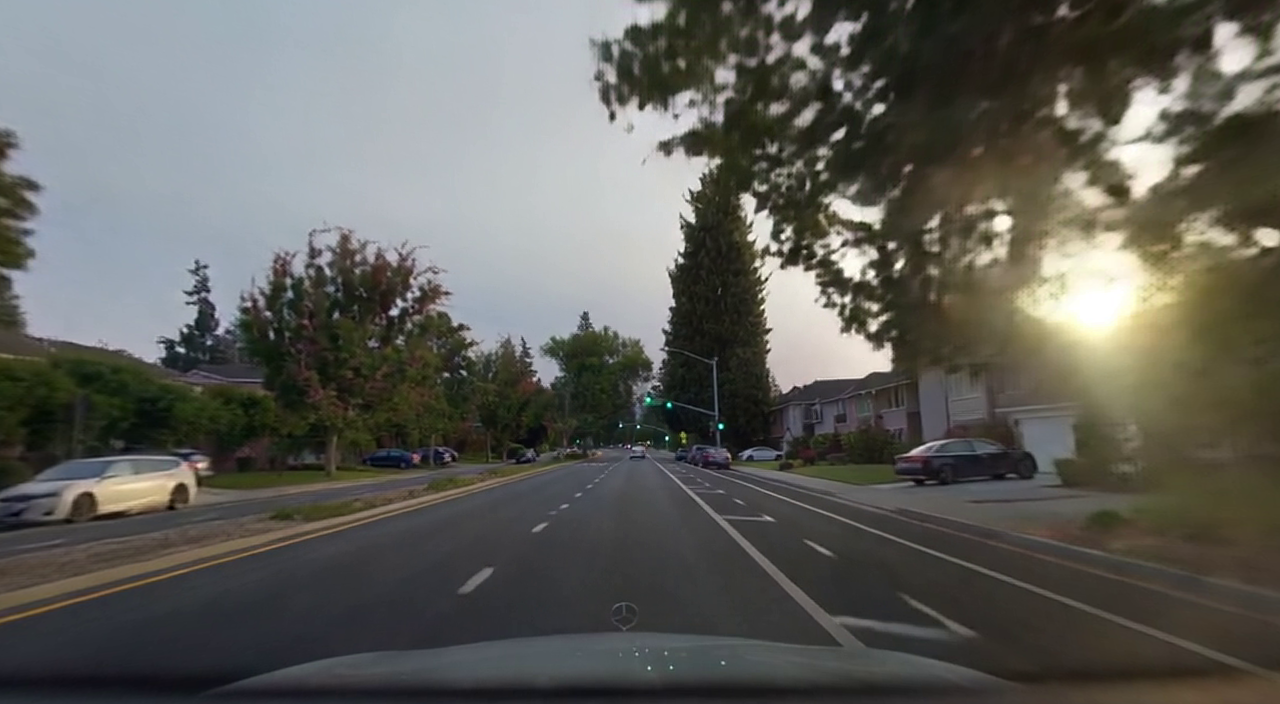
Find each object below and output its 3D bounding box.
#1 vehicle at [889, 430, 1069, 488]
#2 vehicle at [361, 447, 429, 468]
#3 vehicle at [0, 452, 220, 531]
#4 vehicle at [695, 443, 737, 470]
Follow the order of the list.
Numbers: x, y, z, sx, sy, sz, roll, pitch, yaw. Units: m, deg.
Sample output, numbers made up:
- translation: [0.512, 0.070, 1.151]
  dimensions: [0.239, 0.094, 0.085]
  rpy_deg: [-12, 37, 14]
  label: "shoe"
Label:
- translation: [11.353, 3.603, 21.371]
  dimensions: [4.880, 1.842, 2.069]
  rpy_deg: [0, -9, -1]
  label: "vehicle"
- translation: [-18.329, 7.877, 47.189]
  dimensions: [4.355, 1.482, 1.794]
  rpy_deg: [0, -9, 0]
  label: "vehicle"
- translation: [-12.107, 3.060, 14.334]
  dimensions: [1.888, 1.477, 4.629]
  rpy_deg: [-1, -10, 0]
  label: "vehicle"
- translation: [5.169, 7.184, 43.328]
  dimensions: [2.164, 1.729, 4.488]
  rpy_deg: [1, -9, -2]
  label: "vehicle"
